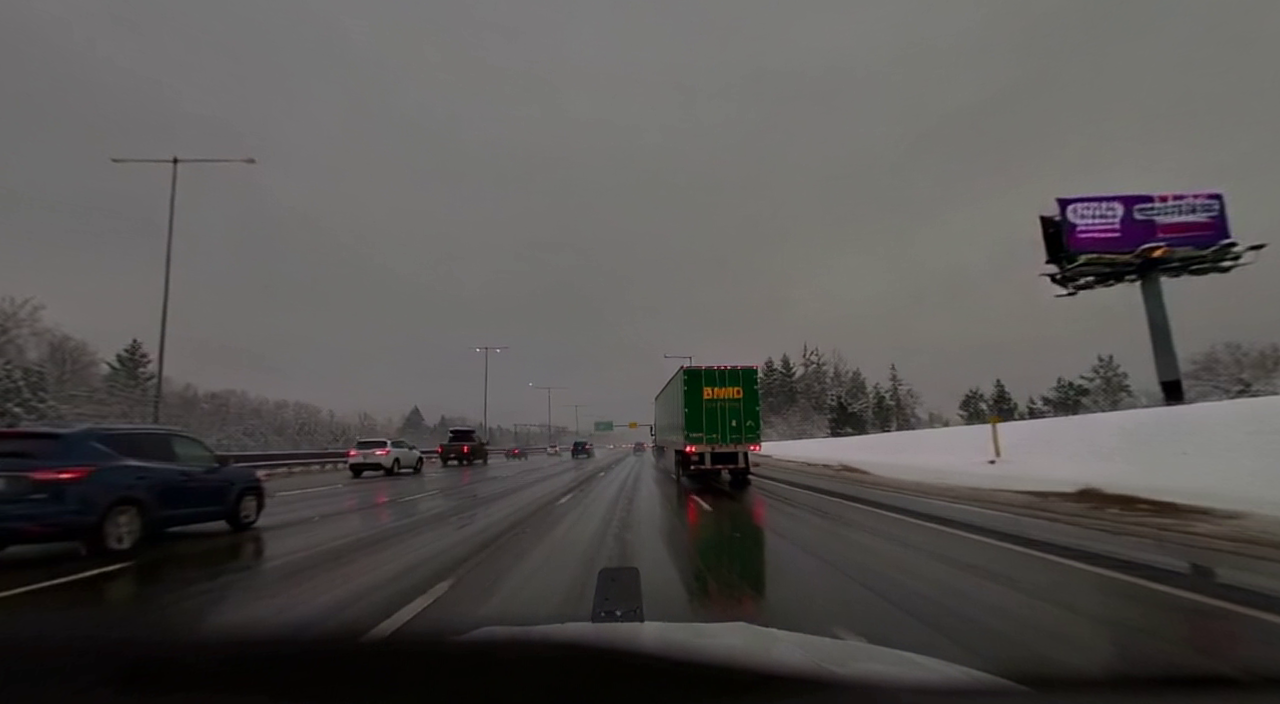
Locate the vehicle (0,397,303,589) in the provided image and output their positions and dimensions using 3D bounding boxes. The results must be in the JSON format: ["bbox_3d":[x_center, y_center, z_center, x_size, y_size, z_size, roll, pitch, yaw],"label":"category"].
[{"bbox_3d":[-6.765,1.602,7.926,2.067,1.711,5.282,0,-8,1],"label":"vehicle"}]

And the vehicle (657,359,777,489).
[{"bbox_3d":[2.529,3.279,26.786,2.891,3.944,15.051,0,-8,-1],"label":"vehicle"}]

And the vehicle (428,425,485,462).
[{"bbox_3d":[-13.658,6.933,47.571,2.307,2.571,6.260,0,-8,1],"label":"vehicle"}]

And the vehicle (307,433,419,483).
[{"bbox_3d":[-10.399,4.021,24.174,2.045,1.697,4.844,0,-8,1],"label":"vehicle"}]
